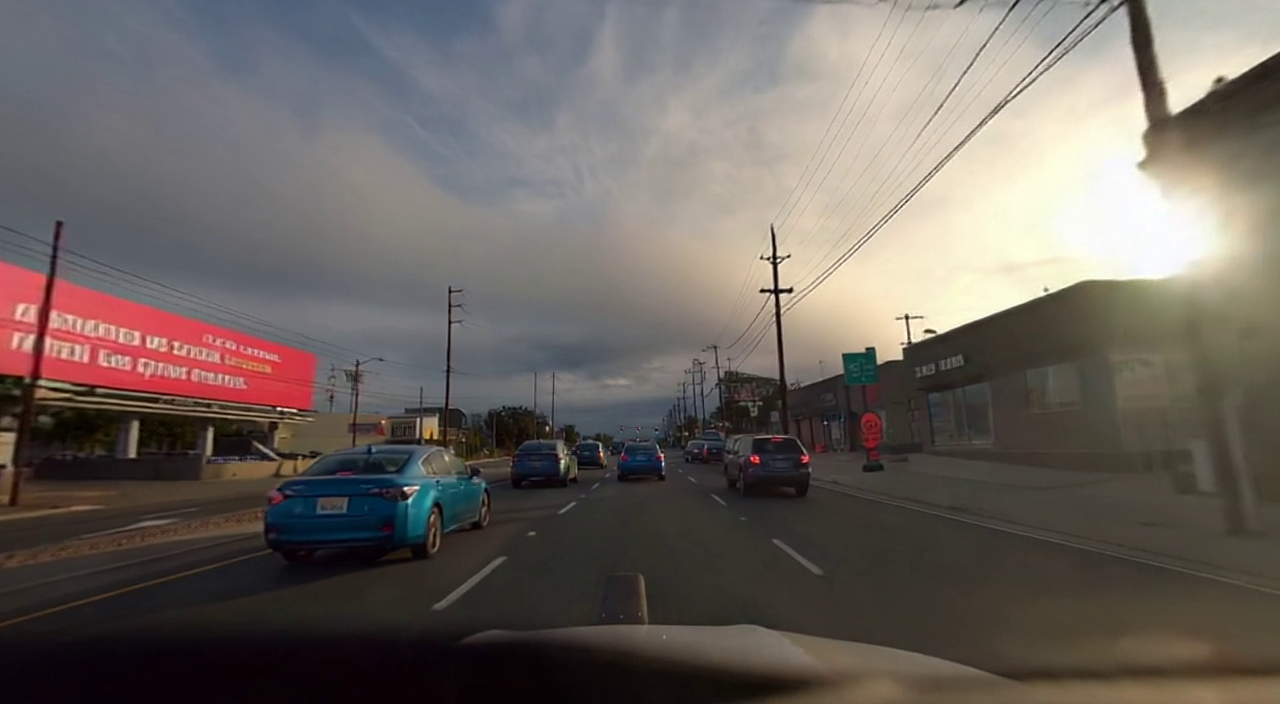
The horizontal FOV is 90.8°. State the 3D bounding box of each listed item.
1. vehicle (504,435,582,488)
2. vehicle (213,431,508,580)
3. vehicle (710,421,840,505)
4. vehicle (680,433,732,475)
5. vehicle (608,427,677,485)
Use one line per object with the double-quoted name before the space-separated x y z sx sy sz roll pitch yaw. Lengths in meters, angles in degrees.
"vehicle" -3.227 3.728 21.838 2.051 1.671 3.861 0 -8 0
"vehicle" -3.322 1.890 8.732 2.022 1.498 4.471 0 -8 0
"vehicle" 3.334 2.869 16.800 2.282 1.897 4.915 0 -8 -1
"vehicle" 3.184 5.000 31.287 2.026 1.904 4.102 0 -8 -2
"vehicle" 0.065 3.820 23.394 2.326 1.925 4.253 0 -8 -1
